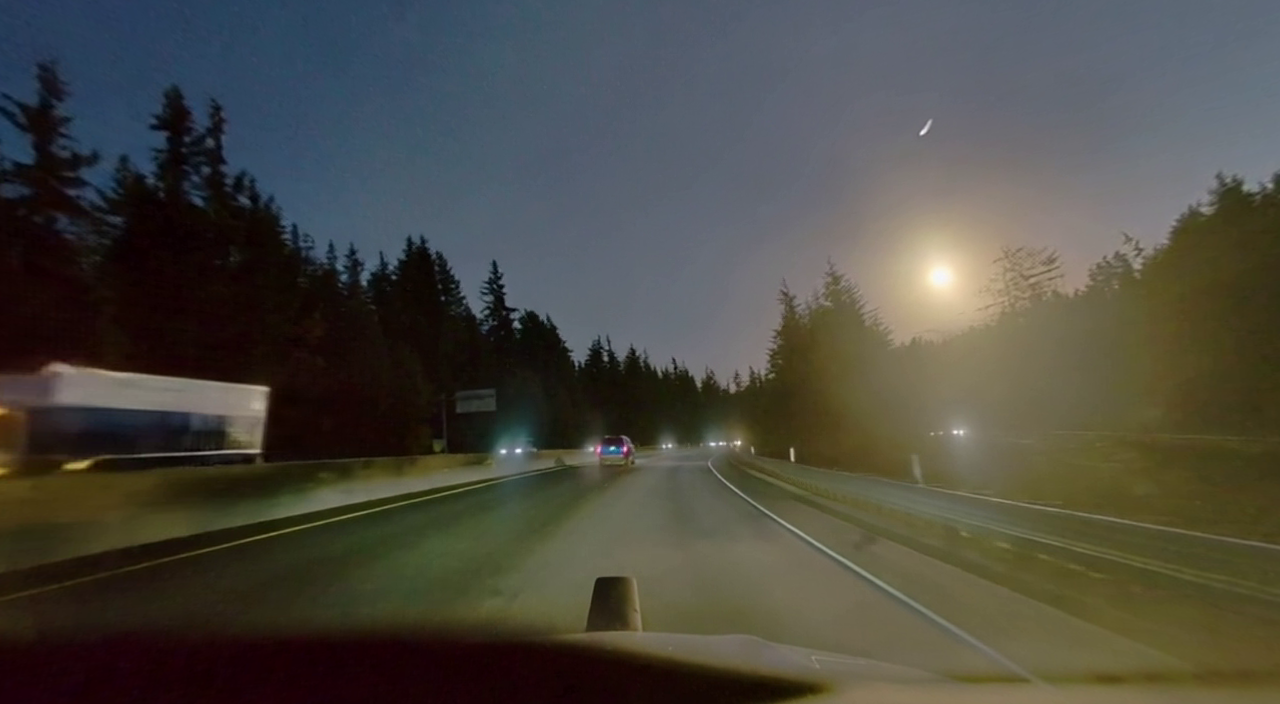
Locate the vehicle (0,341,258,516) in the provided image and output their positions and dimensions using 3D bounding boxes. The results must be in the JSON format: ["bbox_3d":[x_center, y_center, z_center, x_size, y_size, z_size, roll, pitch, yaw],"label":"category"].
[{"bbox_3d":[-17.164,2.563,20.106,3.236,4.237,10.335,-1,-8,1],"label":"vehicle"}]

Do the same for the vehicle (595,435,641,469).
[{"bbox_3d":[-1.164,5.636,35.639,2.005,1.752,4.479,-1,-8,5],"label":"vehicle"}]
